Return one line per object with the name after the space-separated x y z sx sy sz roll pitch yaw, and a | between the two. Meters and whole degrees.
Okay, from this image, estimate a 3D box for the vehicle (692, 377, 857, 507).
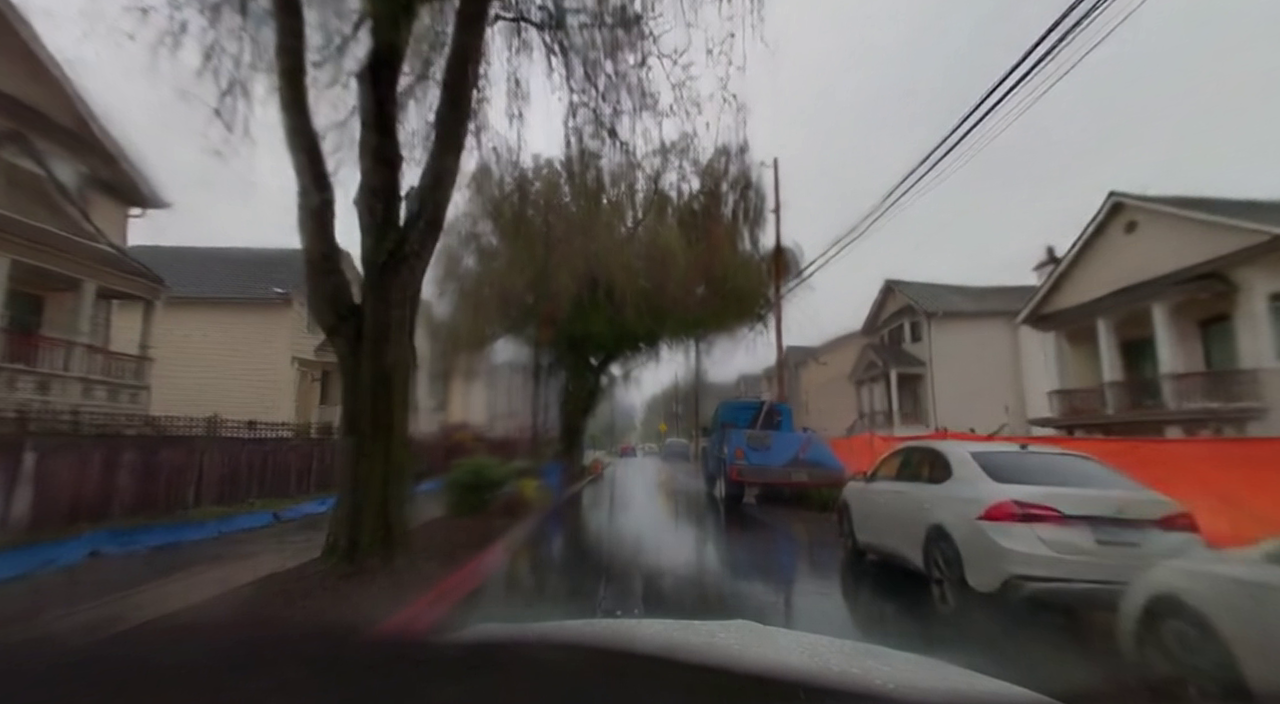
3.164 2.355 16.784 2.879 2.801 6.142 0 -8 -1 | vehicle

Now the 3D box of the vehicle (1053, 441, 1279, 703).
3.414 0.967 1.630 1.805 1.436 4.201 0 -8 0 | vehicle

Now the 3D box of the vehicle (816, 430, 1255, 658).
3.252 1.577 6.284 1.821 1.530 3.846 0 -8 -1 | vehicle
